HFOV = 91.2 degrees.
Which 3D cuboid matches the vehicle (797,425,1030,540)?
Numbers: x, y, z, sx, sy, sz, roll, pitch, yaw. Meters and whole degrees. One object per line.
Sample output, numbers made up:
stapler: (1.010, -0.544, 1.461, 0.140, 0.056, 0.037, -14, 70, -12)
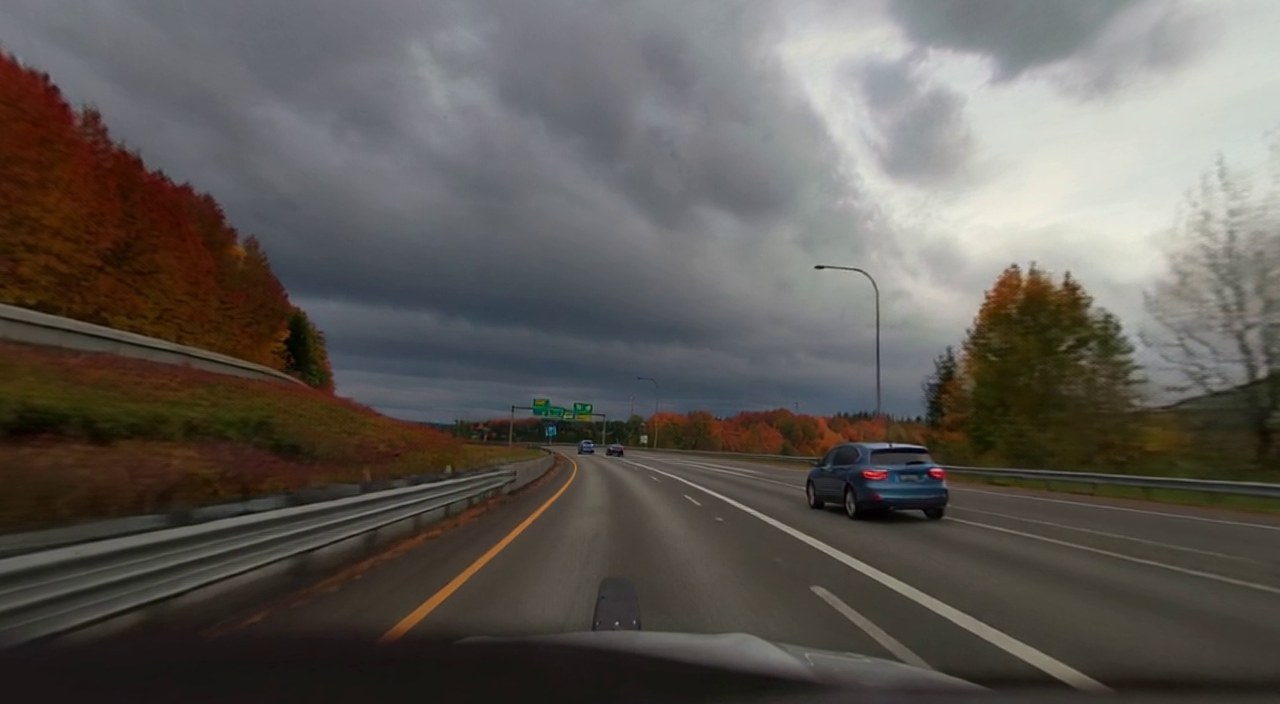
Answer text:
vehicle: (4.291, 2.114, 10.695, 1.952, 1.536, 4.036, 0, -9, -3)
